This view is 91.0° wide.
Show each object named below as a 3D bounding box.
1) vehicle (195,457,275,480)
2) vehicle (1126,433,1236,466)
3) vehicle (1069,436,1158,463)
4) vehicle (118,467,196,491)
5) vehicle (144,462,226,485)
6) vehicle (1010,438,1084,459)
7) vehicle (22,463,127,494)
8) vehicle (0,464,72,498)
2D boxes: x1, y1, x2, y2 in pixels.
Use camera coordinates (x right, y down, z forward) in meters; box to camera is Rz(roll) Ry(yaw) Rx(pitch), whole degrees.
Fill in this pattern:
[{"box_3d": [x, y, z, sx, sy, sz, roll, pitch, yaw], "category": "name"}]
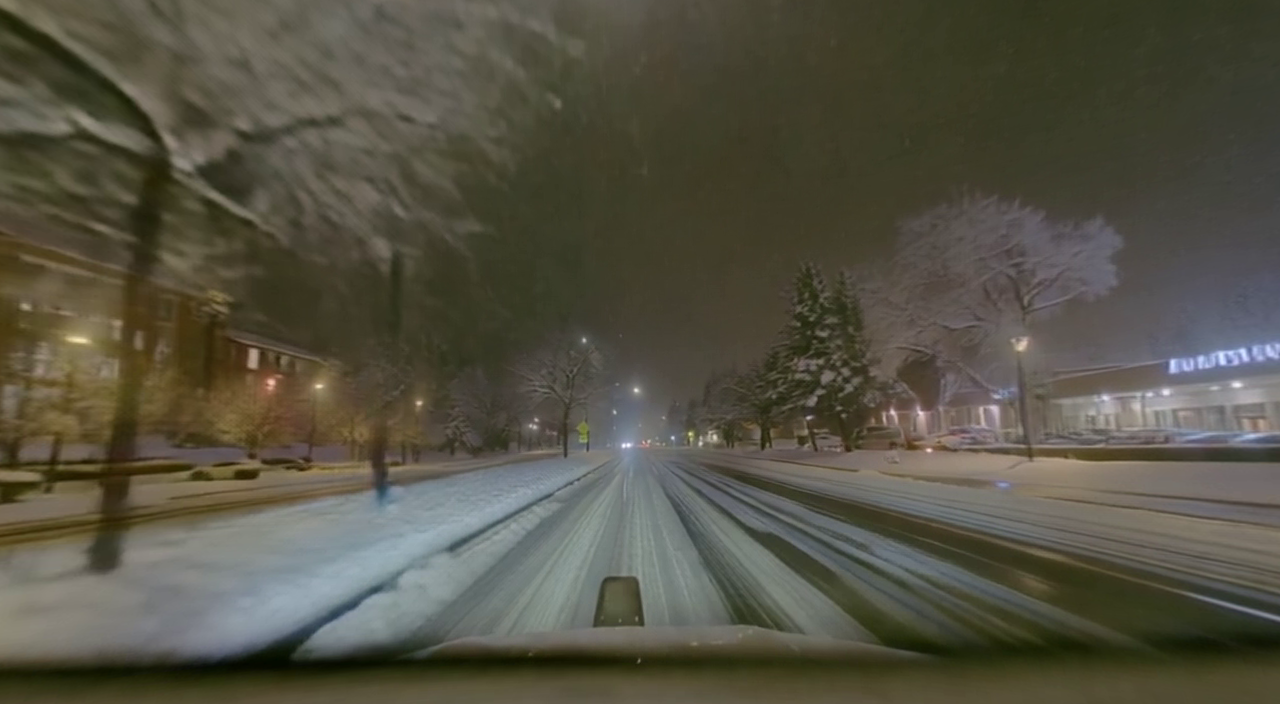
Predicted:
[{"box_3d": [-29.578, 8.489, 46.028, 4.350, 1.512, 2.145, 0, -8, -2], "category": "vehicle"}, {"box_3d": [31.850, 5.749, 37.138, 4.525, 1.834, 2.118, 0, -8, -3], "category": "vehicle"}, {"box_3d": [31.988, 6.567, 42.580, 4.301, 1.760, 2.057, 0, -8, -1], "category": "vehicle"}, {"box_3d": [-29.325, 7.714, 38.293, 3.322, 1.358, 1.617, 0, -9, -2], "category": "vehicle"}, {"box_3d": [-29.400, 7.853, 40.742, 3.739, 1.432, 1.902, 0, -9, -1], "category": "vehicle"}, {"box_3d": [31.103, 7.389, 48.186, 4.211, 1.574, 1.973, -1, -8, 5], "category": "vehicle"}, {"box_3d": [-29.456, 6.579, 32.868, 3.418, 1.373, 2.115, -1, -8, 0], "category": "vehicle"}, {"box_3d": [-29.724, 6.103, 29.888, 3.506, 1.452, 2.035, 0, -9, 1], "category": "vehicle"}]
